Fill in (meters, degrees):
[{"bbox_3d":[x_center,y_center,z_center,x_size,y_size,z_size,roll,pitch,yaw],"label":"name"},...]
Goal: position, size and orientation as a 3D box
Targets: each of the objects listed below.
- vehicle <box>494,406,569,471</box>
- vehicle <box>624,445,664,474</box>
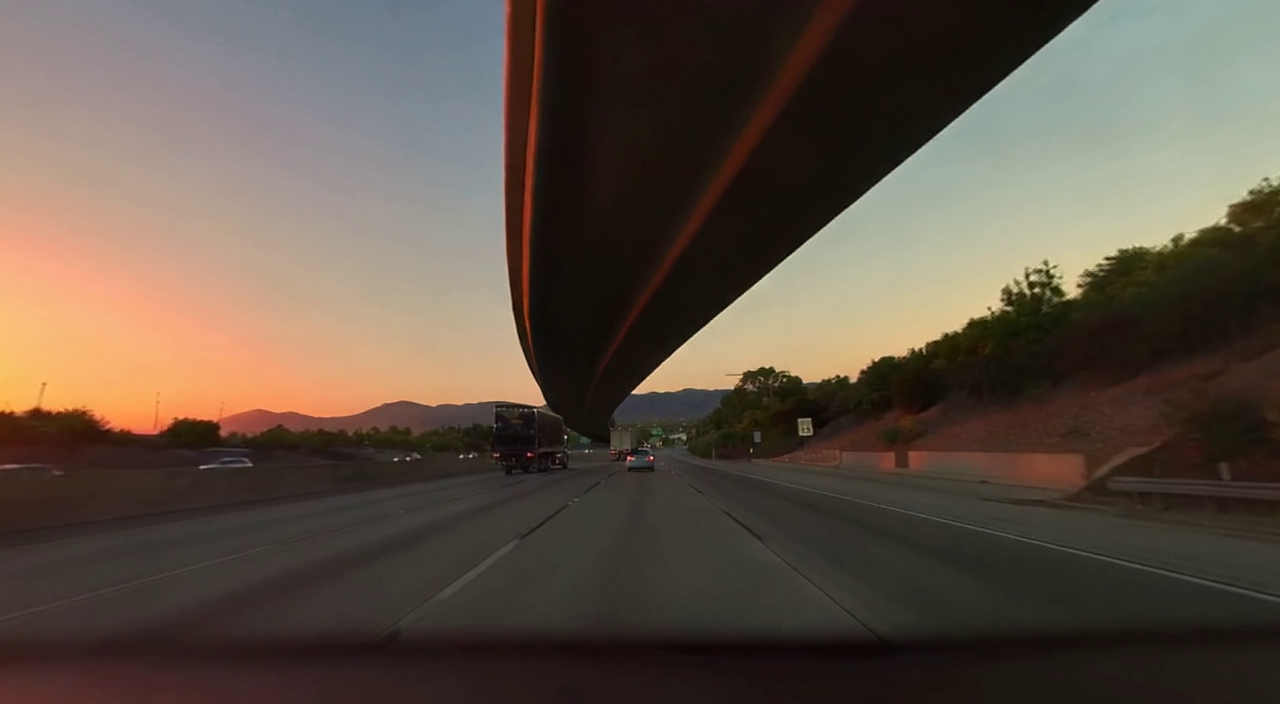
[{"bbox_3d":[-6.984,5.922,42.632,3.067,3.804,11.136,0,-9,0],"label":"vehicle"},{"bbox_3d":[0.169,5.822,34.299,2.066,1.469,4.050,0,-9,-1],"label":"vehicle"}]
